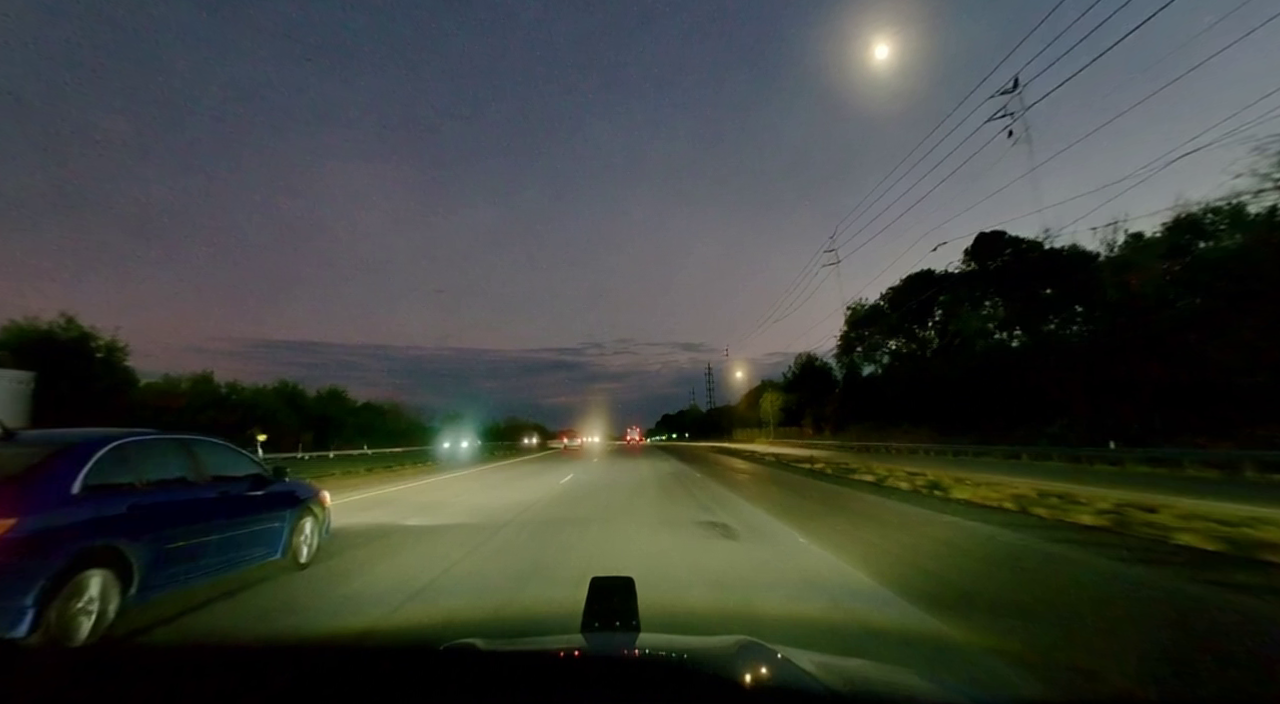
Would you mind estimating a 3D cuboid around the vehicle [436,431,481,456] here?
[{"bbox_3d":[-13.413,6.811,46.783,2.024,1.762,4.513,0,-8,0],"label":"vehicle"}]

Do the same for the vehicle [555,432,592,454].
[{"bbox_3d":[-4.548,6.300,43.620,2.080,1.478,4.347,0,-8,0],"label":"vehicle"}]

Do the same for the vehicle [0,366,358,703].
[{"bbox_3d":[-3.850,1.043,4.168,2.023,1.580,4.259,0,-8,-1],"label":"vehicle"}]
